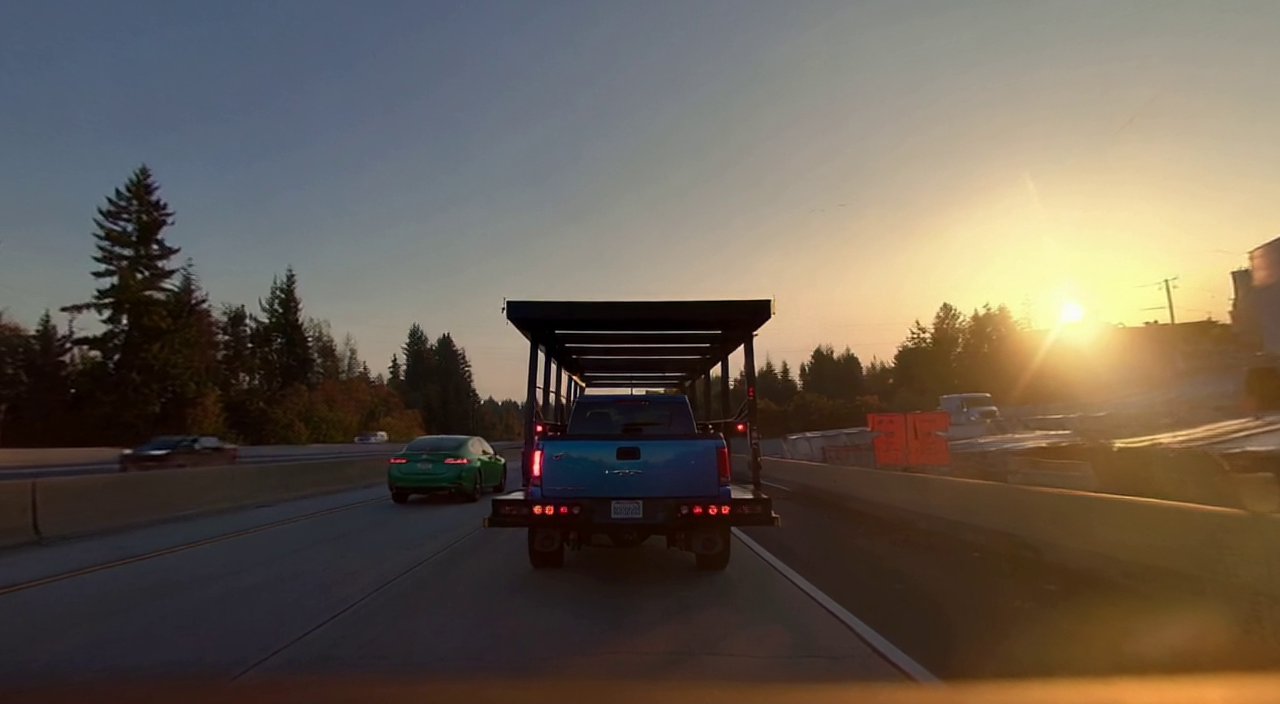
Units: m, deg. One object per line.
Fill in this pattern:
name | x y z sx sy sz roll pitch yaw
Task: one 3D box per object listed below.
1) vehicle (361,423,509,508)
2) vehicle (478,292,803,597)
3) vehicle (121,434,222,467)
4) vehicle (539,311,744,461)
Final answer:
vehicle | -4.534 2.592 14.839 2.057 1.665 4.572 0 -9 -2
vehicle | -0.179 1.534 10.647 2.735 2.597 10.435 0 -9 -2
vehicle | -22.594 4.754 30.665 1.826 1.485 4.128 0 -9 -2
vehicle | -0.066 0.698 9.063 2.156 1.604 4.680 0 -9 -2
